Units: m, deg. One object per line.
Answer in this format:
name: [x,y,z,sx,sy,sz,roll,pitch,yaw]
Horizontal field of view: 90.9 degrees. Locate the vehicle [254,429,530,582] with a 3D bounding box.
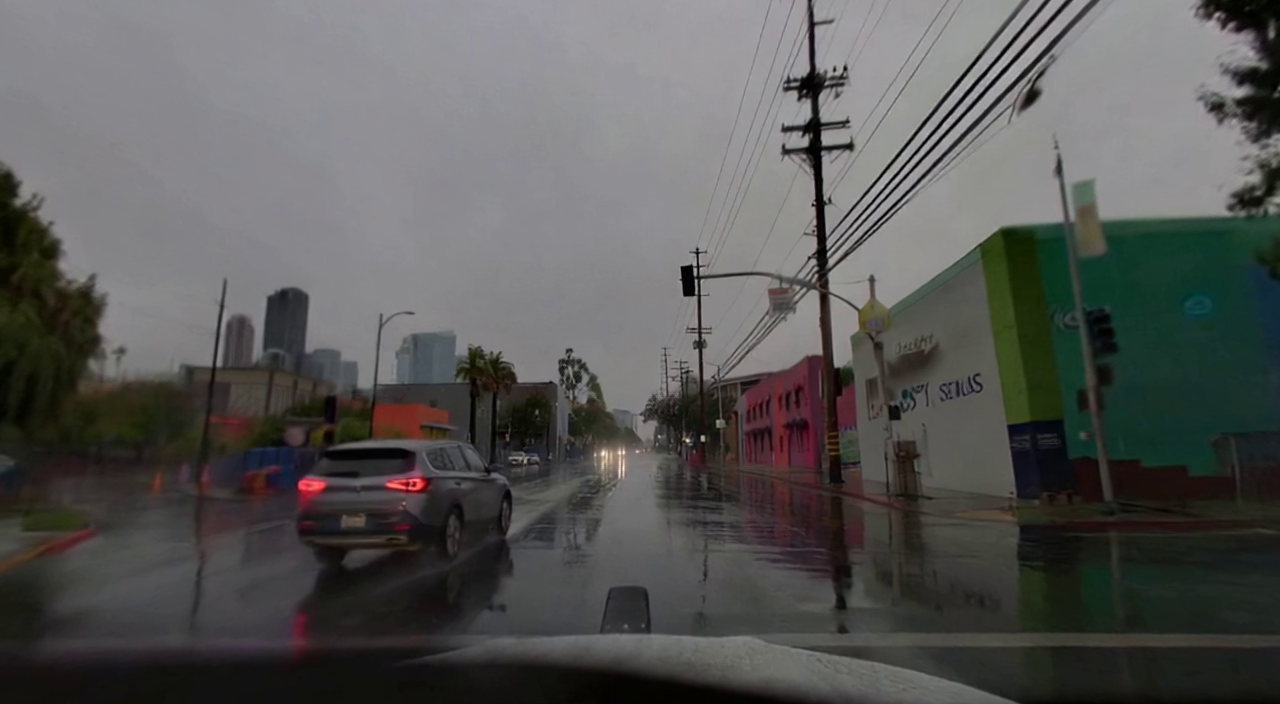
vehicle: [-3.020,1.959,8.979,2.036,1.589,4.549,0,-8,0]
